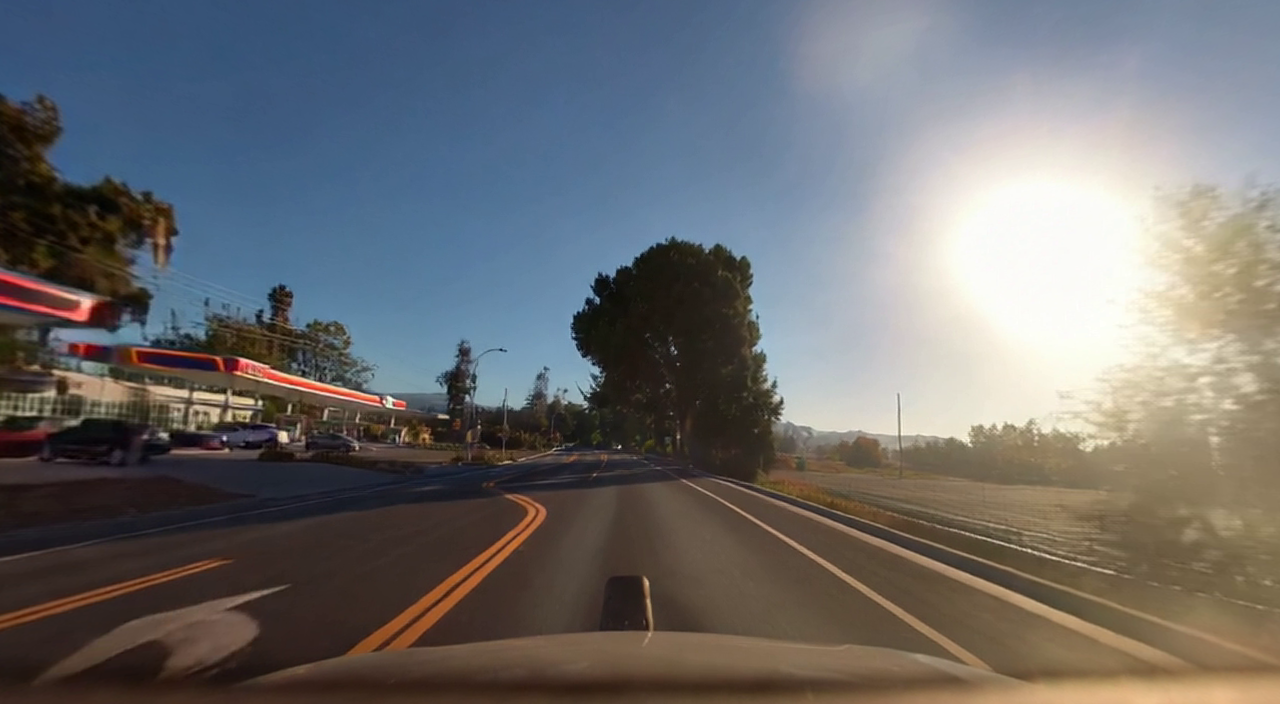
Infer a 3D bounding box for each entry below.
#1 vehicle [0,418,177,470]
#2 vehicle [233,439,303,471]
[{"bbox_3d":[-21.255,3.572,24.541,4.907,1.827,2.121,6,-10,-33],"label":"vehicle"},{"bbox_3d":[-18.741,5.198,31.980,1.885,1.490,4.474,3,-9,-16],"label":"vehicle"}]
